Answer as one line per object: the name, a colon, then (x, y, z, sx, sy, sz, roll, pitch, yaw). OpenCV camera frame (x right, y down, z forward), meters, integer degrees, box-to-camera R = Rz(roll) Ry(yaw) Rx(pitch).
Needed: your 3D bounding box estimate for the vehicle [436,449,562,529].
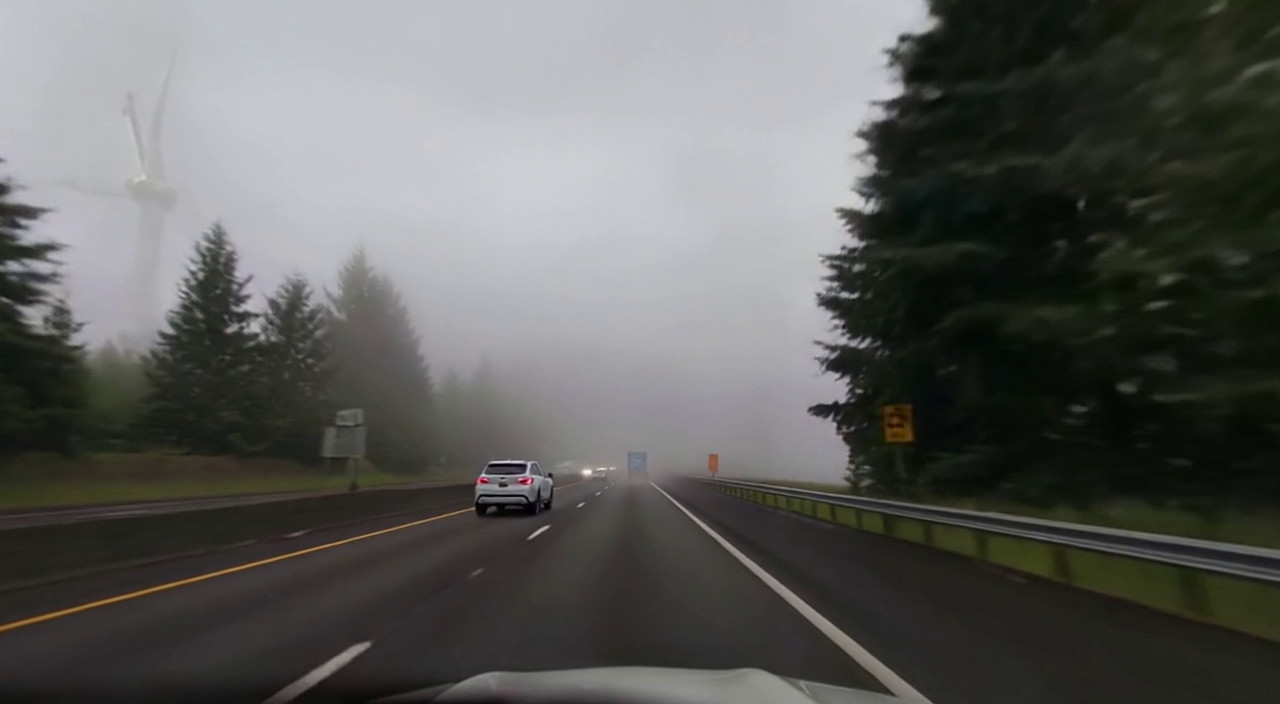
vehicle: (-3.364, 3.428, 16.101, 2.124, 1.705, 4.440, 1, -11, 1)
